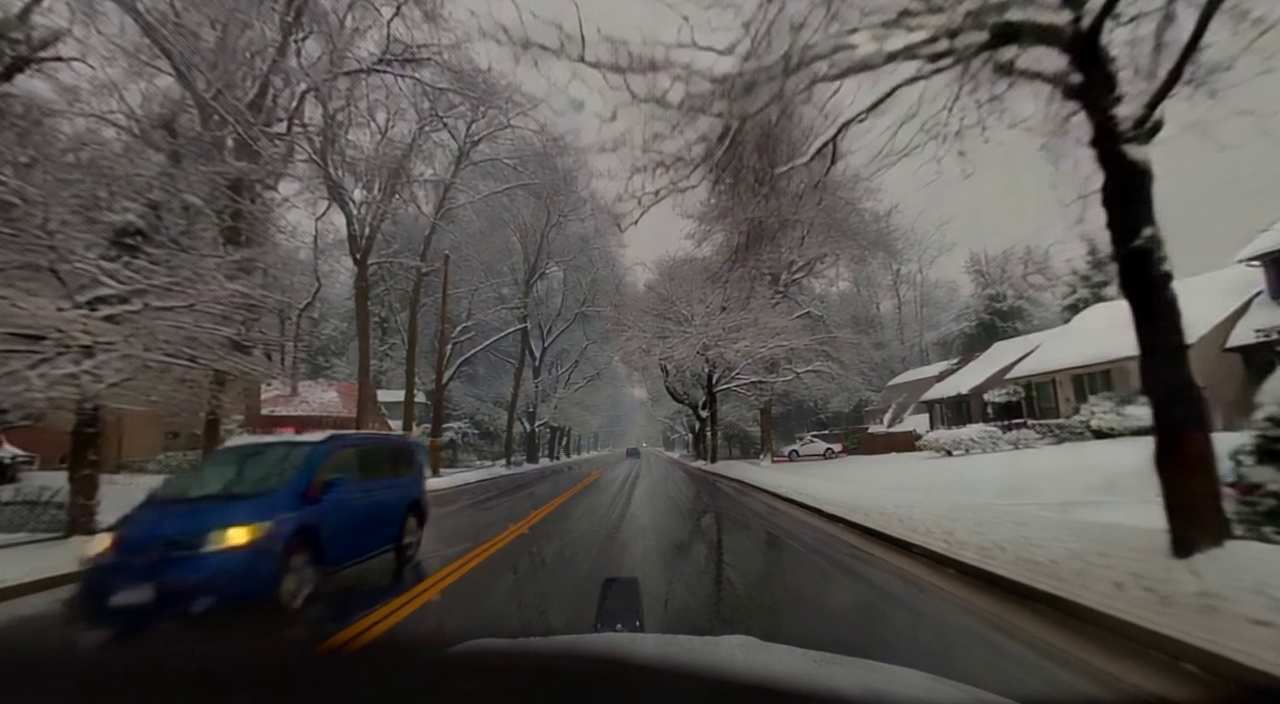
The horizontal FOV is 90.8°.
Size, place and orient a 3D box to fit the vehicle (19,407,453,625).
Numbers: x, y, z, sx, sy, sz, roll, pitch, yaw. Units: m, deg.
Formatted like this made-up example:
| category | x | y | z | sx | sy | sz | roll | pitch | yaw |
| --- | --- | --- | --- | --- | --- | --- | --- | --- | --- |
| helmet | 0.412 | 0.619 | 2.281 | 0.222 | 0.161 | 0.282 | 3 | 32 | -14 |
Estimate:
| category | x | y | z | sx | sy | sz | roll | pitch | yaw |
| --- | --- | --- | --- | --- | --- | --- | --- | --- | --- |
| vehicle | -4.080 | 1.731 | 7.677 | 2.161 | 1.798 | 4.627 | 0 | -9 | 0 |
